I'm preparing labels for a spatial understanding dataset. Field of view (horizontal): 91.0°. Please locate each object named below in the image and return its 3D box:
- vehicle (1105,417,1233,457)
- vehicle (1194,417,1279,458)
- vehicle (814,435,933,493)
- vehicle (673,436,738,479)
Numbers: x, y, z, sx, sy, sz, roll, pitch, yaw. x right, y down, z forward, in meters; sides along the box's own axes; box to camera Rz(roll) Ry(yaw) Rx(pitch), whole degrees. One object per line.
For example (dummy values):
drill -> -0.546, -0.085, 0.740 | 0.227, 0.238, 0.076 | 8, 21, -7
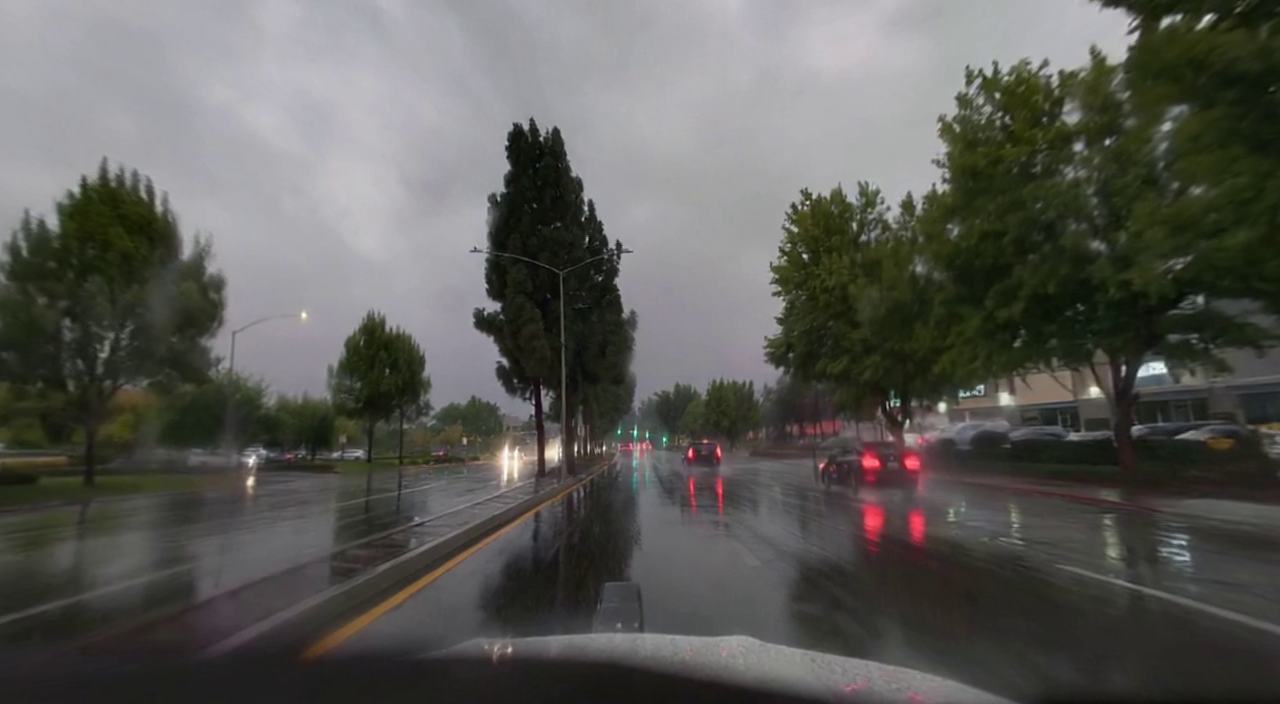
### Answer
vehicle -> 23.229, 3.777, 27.745 | 3.833, 1.678, 1.975 | 0, -9, -2
vehicle -> 23.558, 3.242, 23.727 | 3.676, 1.491, 1.726 | 1, -9, -2
vehicle -> 6.874, 3.340, 19.077 | 1.886, 1.528, 4.169 | 0, -9, -2
vehicle -> 2.663, 4.435, 26.742 | 2.161, 1.676, 4.151 | 0, -9, -2
